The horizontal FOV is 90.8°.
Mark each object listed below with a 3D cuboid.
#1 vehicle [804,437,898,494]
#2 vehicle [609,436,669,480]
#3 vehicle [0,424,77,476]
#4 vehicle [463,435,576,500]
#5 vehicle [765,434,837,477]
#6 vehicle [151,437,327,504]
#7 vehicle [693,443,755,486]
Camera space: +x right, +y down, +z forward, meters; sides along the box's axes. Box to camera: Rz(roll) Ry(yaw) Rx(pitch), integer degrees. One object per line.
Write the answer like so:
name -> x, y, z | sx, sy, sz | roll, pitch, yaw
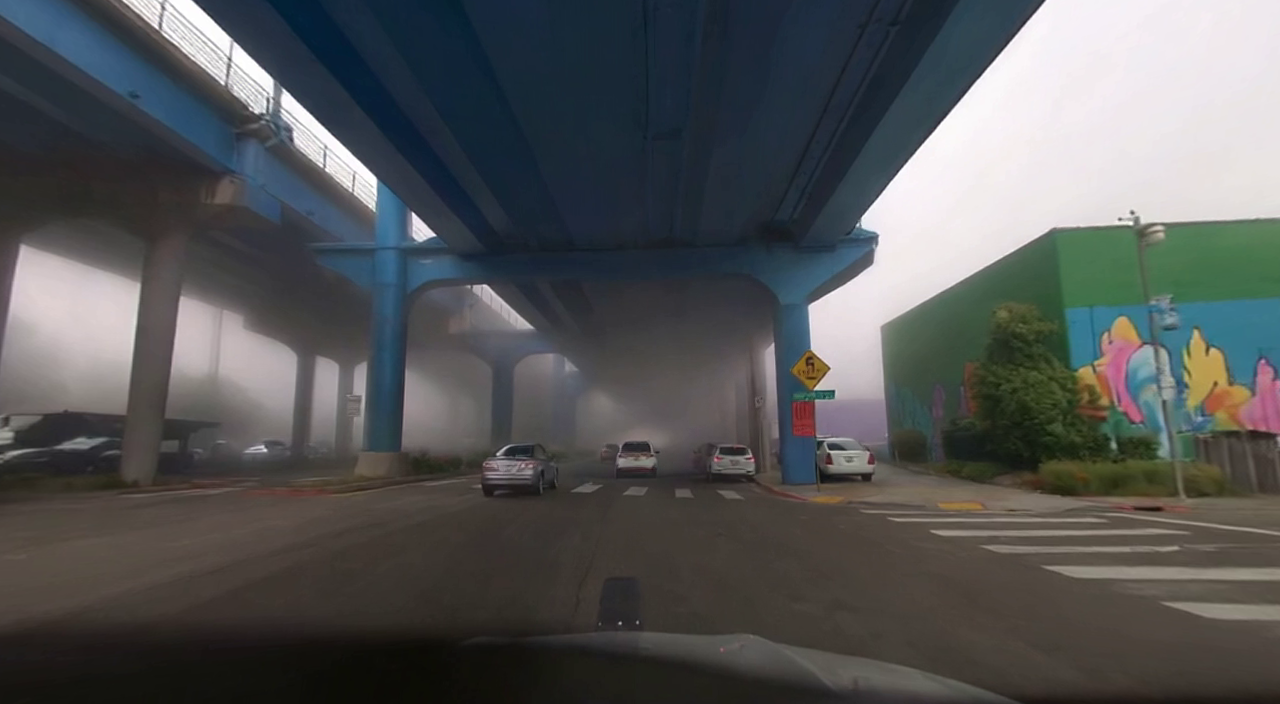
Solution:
vehicle -> 7.673, 4.124, 23.515 | 2.275, 1.834, 4.294 | 1, -8, 4
vehicle -> -0.035, 4.110, 24.648 | 2.155, 1.571, 3.734 | 0, -8, 0
vehicle -> -31.505, 4.868, 31.529 | 2.208, 2.440, 5.648 | 1, -8, -9
vehicle -> -3.102, 3.084, 17.350 | 2.024, 1.533, 4.549 | 0, -8, 2
vehicle -> 7.752, 5.043, 30.918 | 2.175, 1.909, 4.953 | 0, -9, 0
vehicle -> -11.909, 3.537, 19.306 | 2.056, 1.768, 4.986 | 0, -9, 0
vehicle -> 3.312, 4.507, 25.758 | 1.983, 1.589, 4.010 | 0, -8, 0
